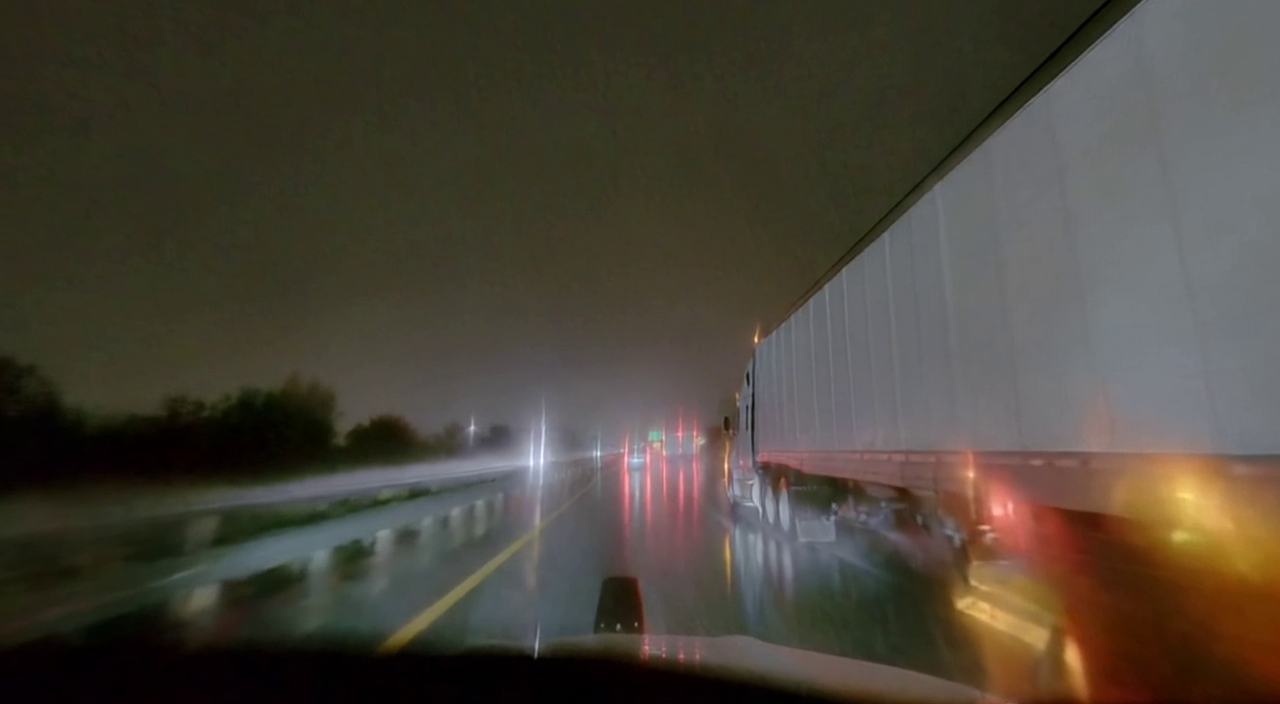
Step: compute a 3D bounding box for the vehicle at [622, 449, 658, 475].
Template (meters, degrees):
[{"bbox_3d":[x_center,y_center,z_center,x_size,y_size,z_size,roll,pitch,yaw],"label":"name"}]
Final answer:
[{"bbox_3d":[-0.048,6.574,37.687,2.083,1.473,3.923,0,-9,-1],"label":"vehicle"}]
